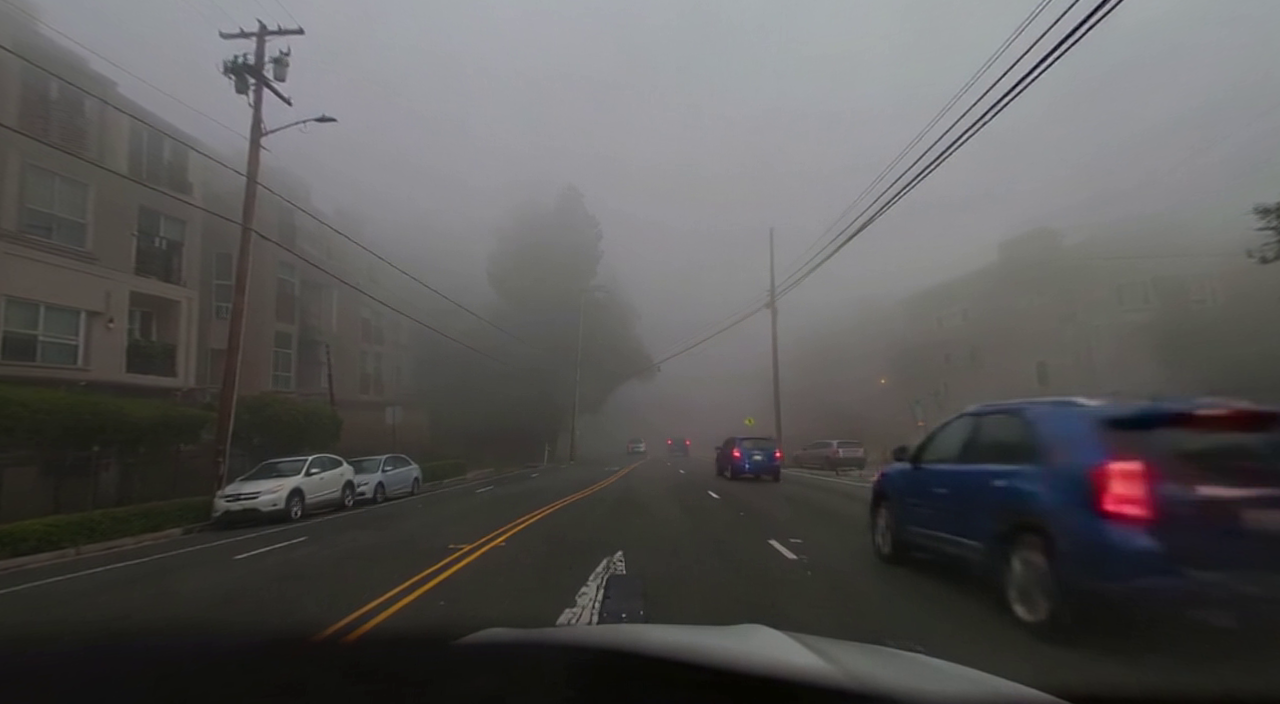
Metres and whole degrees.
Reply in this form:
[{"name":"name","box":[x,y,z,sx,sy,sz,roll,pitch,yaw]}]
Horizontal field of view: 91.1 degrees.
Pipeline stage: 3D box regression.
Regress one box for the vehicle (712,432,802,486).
[{"name":"vehicle","box":[3.669,3.453,20.575,2.028,1.552,4.370,0,-8,-1]}]

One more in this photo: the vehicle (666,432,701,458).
[{"name":"vehicle","box":[3.111,6.783,45.653,2.046,1.784,4.687,0,-8,-1]}]

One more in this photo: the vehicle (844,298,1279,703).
[{"name":"vehicle","box":[3.581,1.051,4.766,2.368,1.840,4.896,0,-8,0]}]

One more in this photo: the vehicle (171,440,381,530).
[{"name":"vehicle","box":[-8.564,3.112,15.447,2.381,1.825,4.652,0,-8,-1]}]

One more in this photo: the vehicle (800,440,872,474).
[{"name":"vehicle","box":[9.278,5.005,30.122,1.935,1.478,4.711,0,-8,0]}]
